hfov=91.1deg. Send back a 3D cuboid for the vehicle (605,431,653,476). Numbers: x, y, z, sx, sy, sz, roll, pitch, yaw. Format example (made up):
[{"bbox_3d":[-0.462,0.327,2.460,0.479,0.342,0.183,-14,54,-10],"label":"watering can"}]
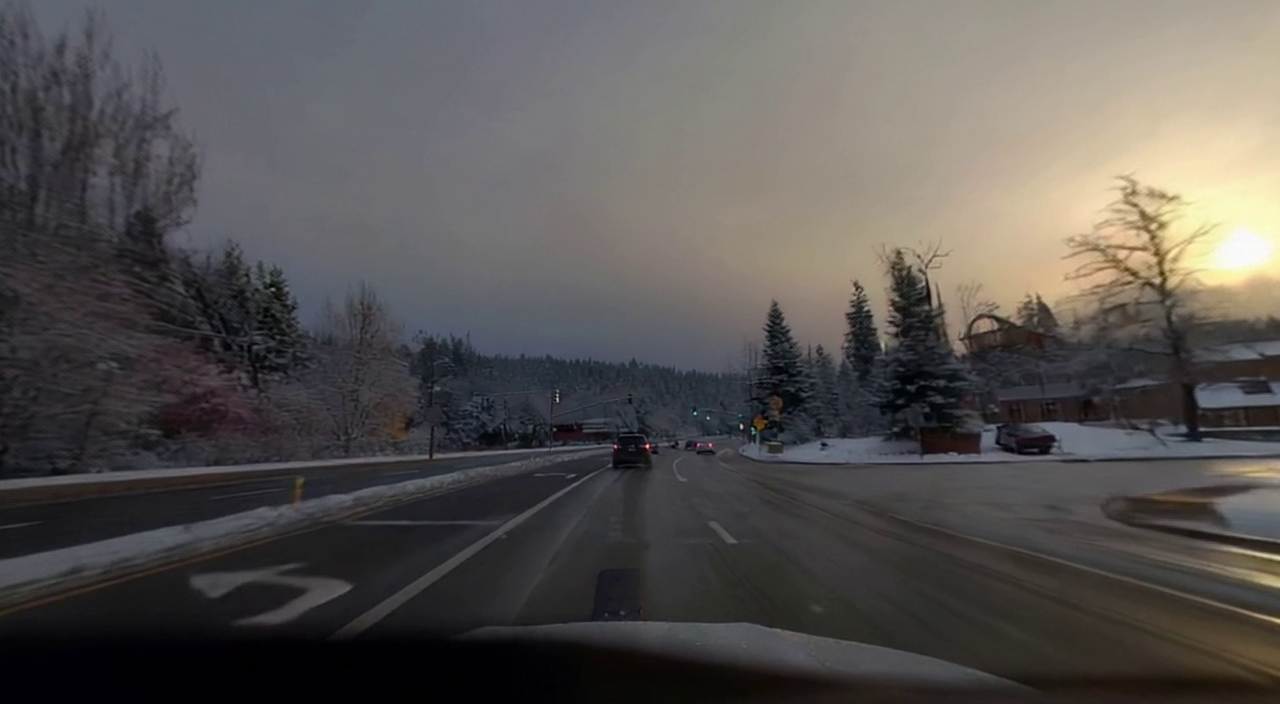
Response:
[{"bbox_3d":[-0.453,4.905,30.588,2.072,2.002,4.391,0,-8,2],"label":"vehicle"}]

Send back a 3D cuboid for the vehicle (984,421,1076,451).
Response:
[{"bbox_3d":[22.656,4.964,36.703,1.826,1.621,4.546,2,-9,-13],"label":"vehicle"}]
